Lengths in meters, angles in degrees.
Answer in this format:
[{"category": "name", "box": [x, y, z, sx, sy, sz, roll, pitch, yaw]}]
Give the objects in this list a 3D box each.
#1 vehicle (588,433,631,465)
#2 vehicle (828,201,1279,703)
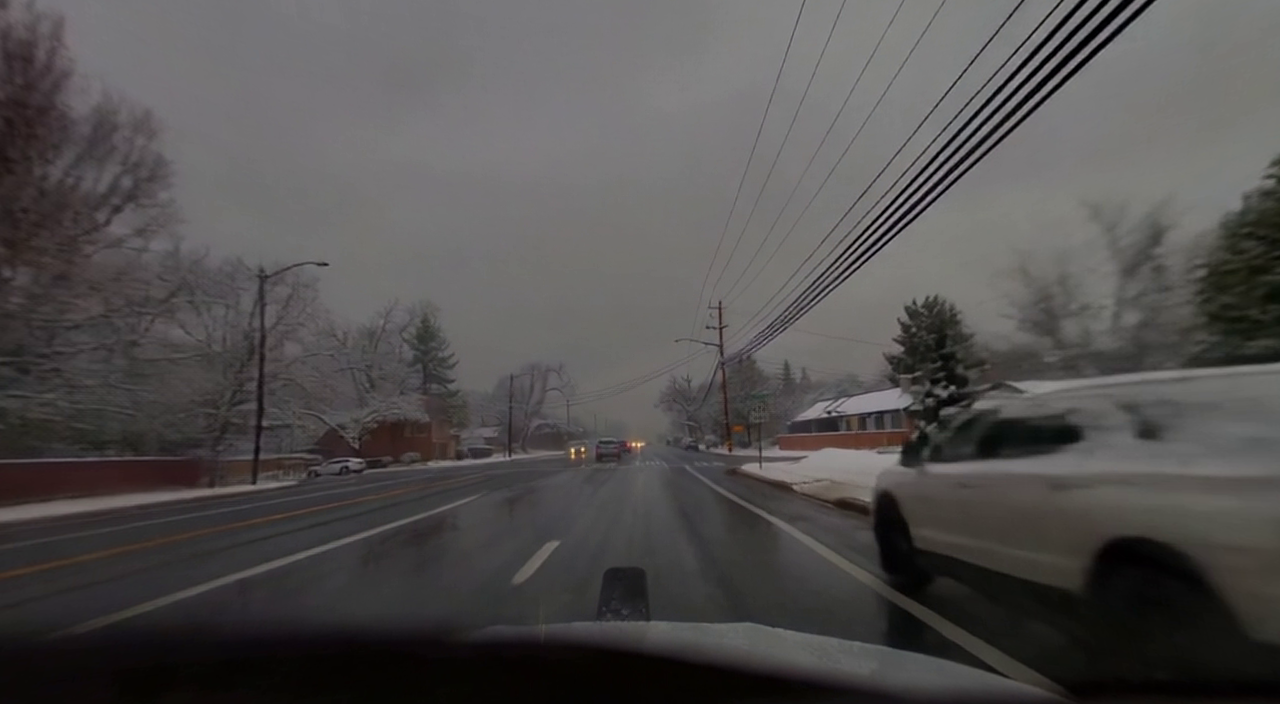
[{"category": "vehicle", "box": [-1.818, 6.031, 39.288, 2.327, 1.861, 4.941, -1, -8, 2]}, {"category": "vehicle", "box": [3.596, 0.911, 4.517, 2.622, 2.137, 6.267, 2, -9, 0]}]
